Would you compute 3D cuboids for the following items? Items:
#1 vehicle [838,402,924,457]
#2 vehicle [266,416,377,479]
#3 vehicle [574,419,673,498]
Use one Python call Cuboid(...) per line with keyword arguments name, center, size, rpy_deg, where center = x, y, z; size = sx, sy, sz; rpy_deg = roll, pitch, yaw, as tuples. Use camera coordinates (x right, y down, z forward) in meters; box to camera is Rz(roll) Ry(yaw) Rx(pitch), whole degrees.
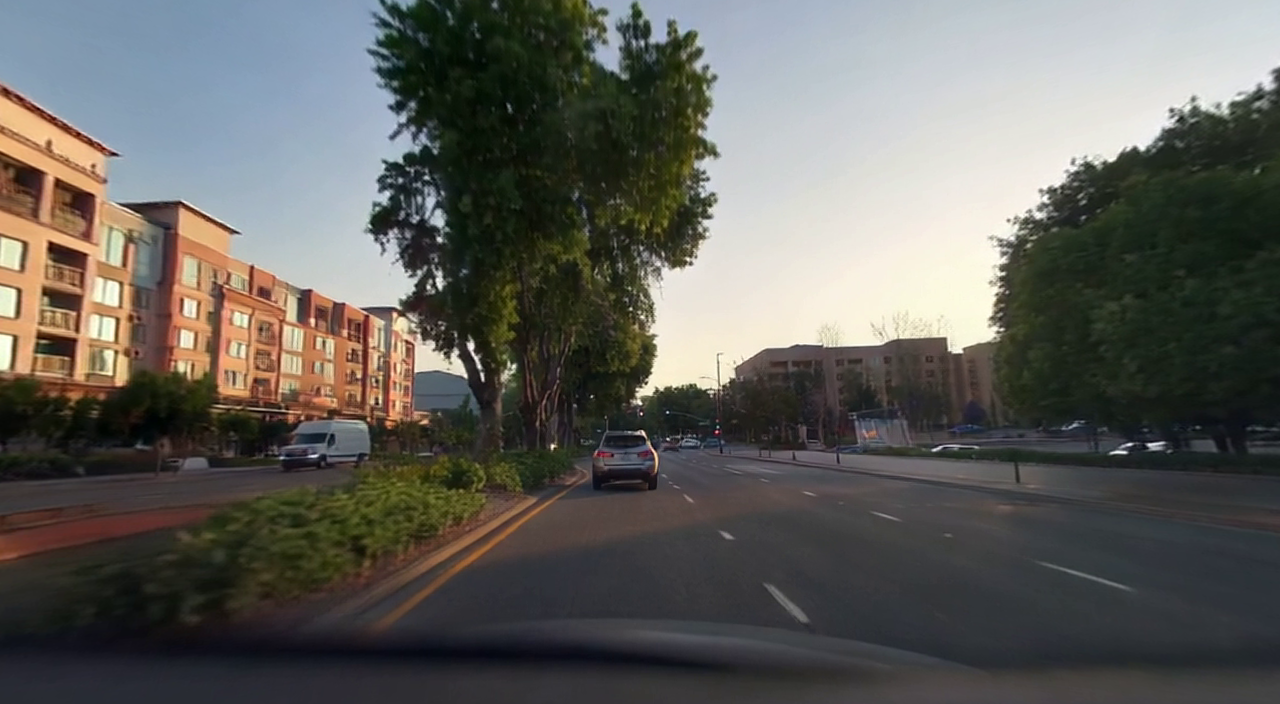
Cuboid(name="vehicle", center=(18.040, 6.018, 48.201), size=(3.269, 3.755, 8.862), rpy_deg=(0, -9, 2))
Cuboid(name="vehicle", center=(-19.205, 5.844, 38.817), size=(2.811, 3.399, 7.898), rpy_deg=(1, -9, -2))
Cuboid(name="vehicle", center=(-0.432, 2.775, 16.741), size=(2.277, 1.816, 4.192), rpy_deg=(0, -9, -2))
